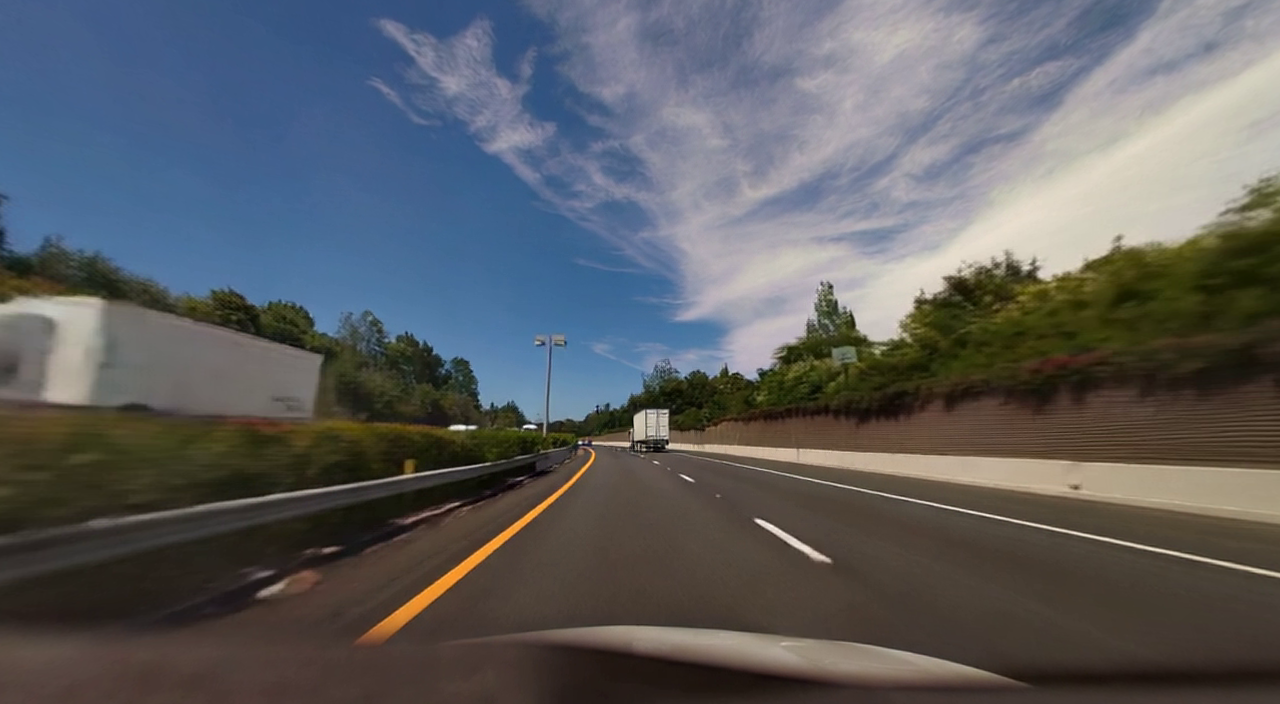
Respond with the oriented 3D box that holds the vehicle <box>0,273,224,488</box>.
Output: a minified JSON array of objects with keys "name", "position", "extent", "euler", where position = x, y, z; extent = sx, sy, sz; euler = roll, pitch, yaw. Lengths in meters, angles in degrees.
[{"name":"vehicle","position":[-12.823,0.878,14.004],"extent":[2.962,3.832,5.796],"euler":[0,-8,0]}]
